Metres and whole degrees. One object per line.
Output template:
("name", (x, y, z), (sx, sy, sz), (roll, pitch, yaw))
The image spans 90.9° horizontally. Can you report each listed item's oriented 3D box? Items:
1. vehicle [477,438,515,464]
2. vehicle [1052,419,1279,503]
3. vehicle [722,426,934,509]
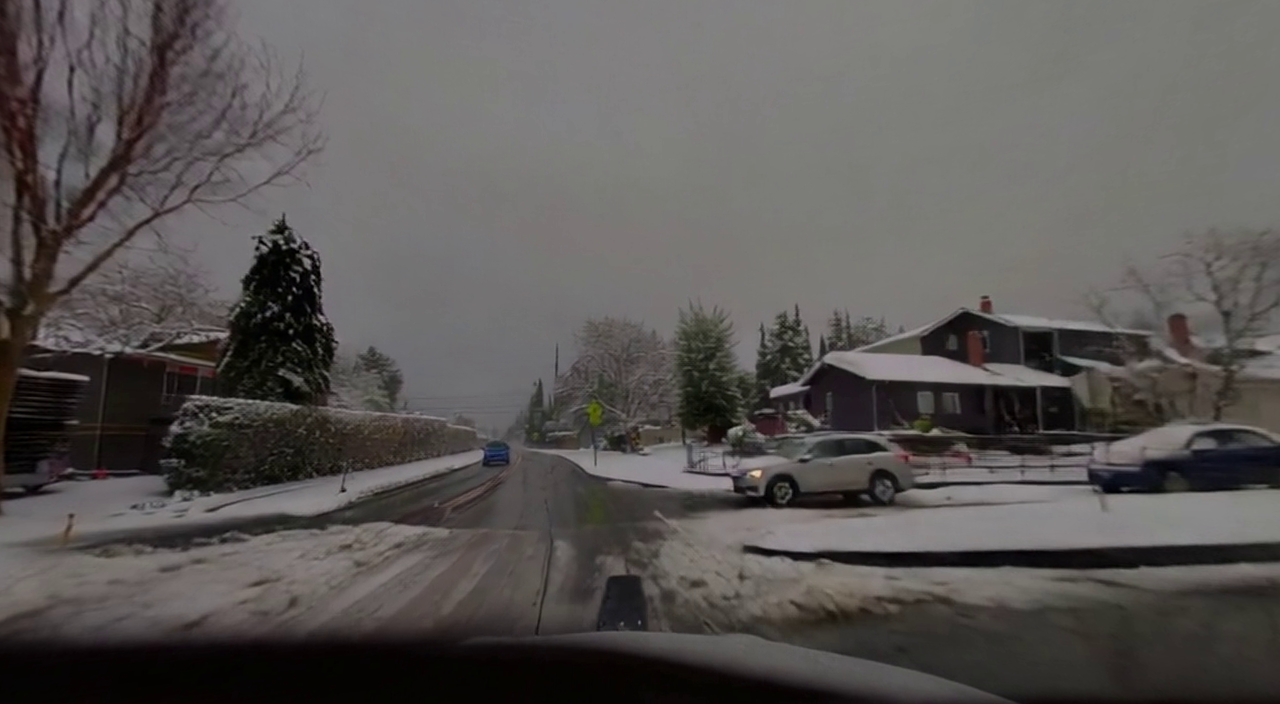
("vehicle", (-9.584, 6.659, 42.303), (2.036, 1.657, 4.391), (0, -9, -7))
("vehicle", (11.440, 2.225, 12.949), (4.378, 1.543, 2.080), (-2, -9, 8))
("vehicle", (3.796, 2.413, 13.267), (3.772, 1.531, 1.949), (-1, -9, -2))
